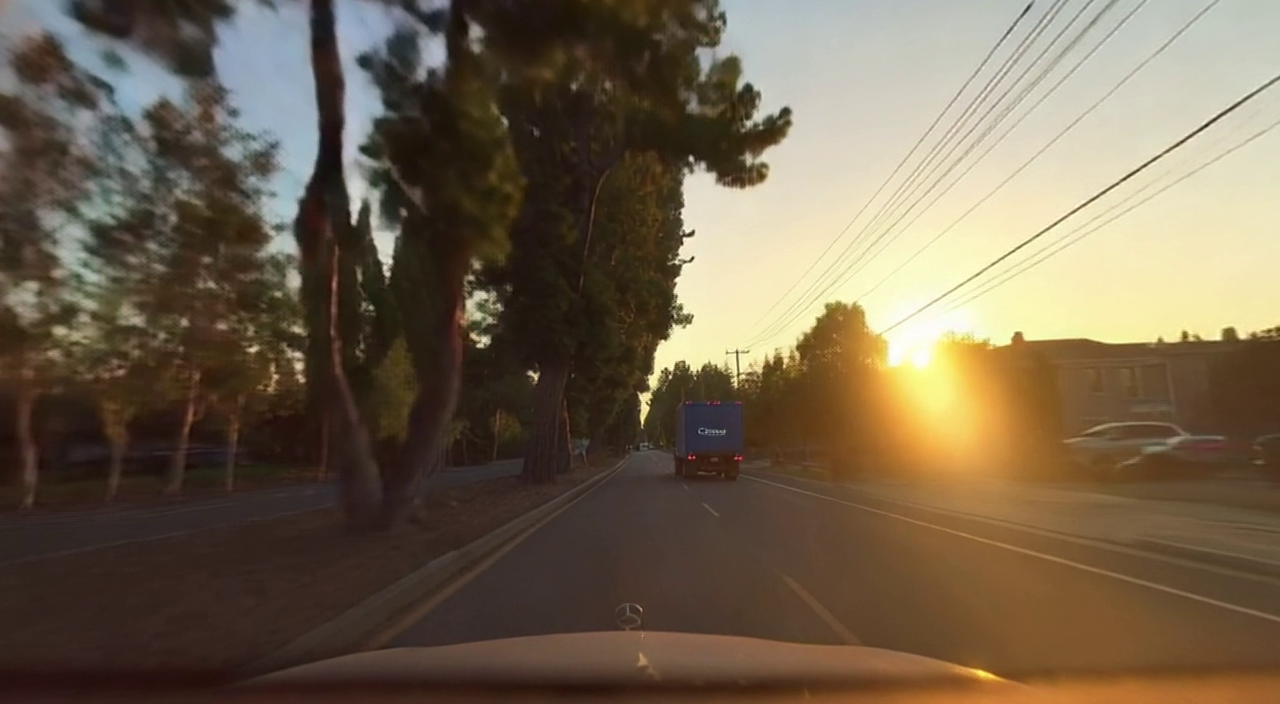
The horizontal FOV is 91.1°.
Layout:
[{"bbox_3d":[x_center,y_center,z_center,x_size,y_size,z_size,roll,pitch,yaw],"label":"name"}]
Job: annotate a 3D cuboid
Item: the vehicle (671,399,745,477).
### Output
[{"bbox_3d":[3.632,4.969,36.085,2.973,3.848,9.336,0,-8,-2],"label":"vehicle"}]
